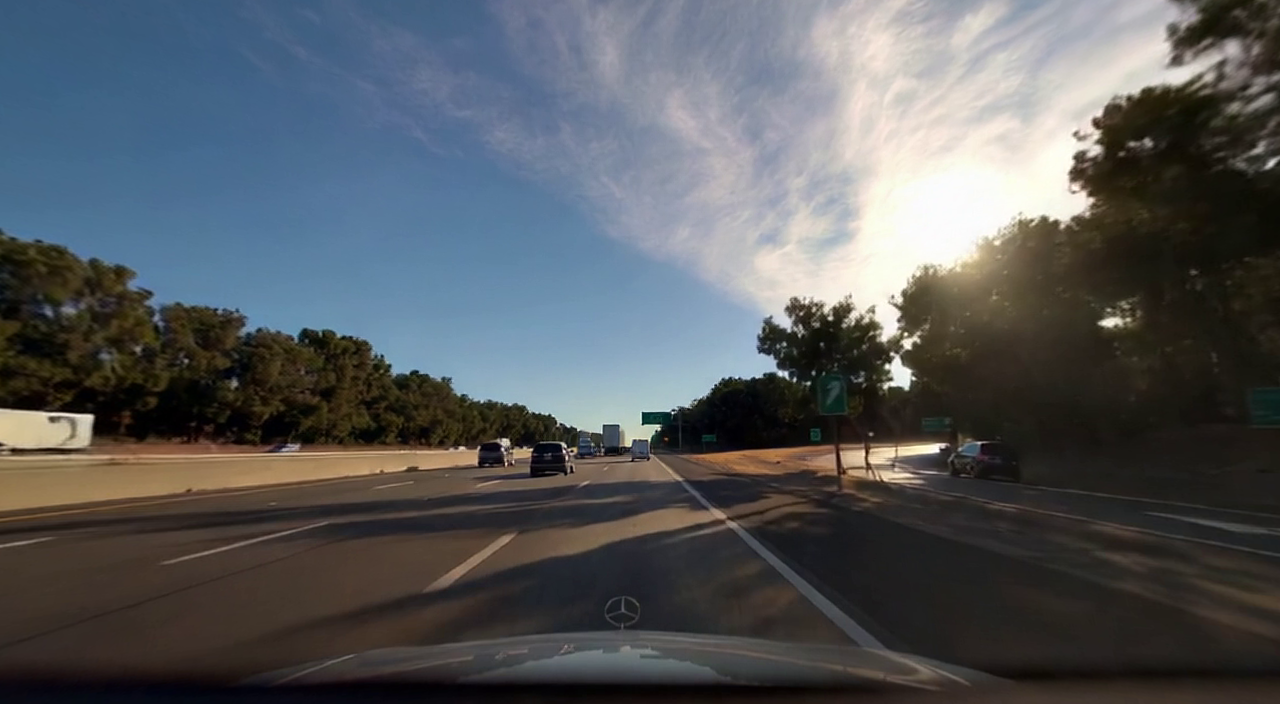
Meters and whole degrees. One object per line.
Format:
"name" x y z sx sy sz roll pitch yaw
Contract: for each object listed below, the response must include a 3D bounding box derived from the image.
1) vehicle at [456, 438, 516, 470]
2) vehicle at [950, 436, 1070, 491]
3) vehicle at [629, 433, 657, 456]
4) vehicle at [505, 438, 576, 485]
"vehicle" -10.383 6.953 43.105 2.519 2.029 6.180 0 -9 1
"vehicle" 13.680 4.144 23.714 2.200 1.827 4.822 -2 -9 10
"vehicle" 0.269 7.342 49.830 2.146 1.687 4.341 0 -9 1
"vehicle" -3.857 4.323 25.177 2.094 1.695 4.260 0 -9 1
